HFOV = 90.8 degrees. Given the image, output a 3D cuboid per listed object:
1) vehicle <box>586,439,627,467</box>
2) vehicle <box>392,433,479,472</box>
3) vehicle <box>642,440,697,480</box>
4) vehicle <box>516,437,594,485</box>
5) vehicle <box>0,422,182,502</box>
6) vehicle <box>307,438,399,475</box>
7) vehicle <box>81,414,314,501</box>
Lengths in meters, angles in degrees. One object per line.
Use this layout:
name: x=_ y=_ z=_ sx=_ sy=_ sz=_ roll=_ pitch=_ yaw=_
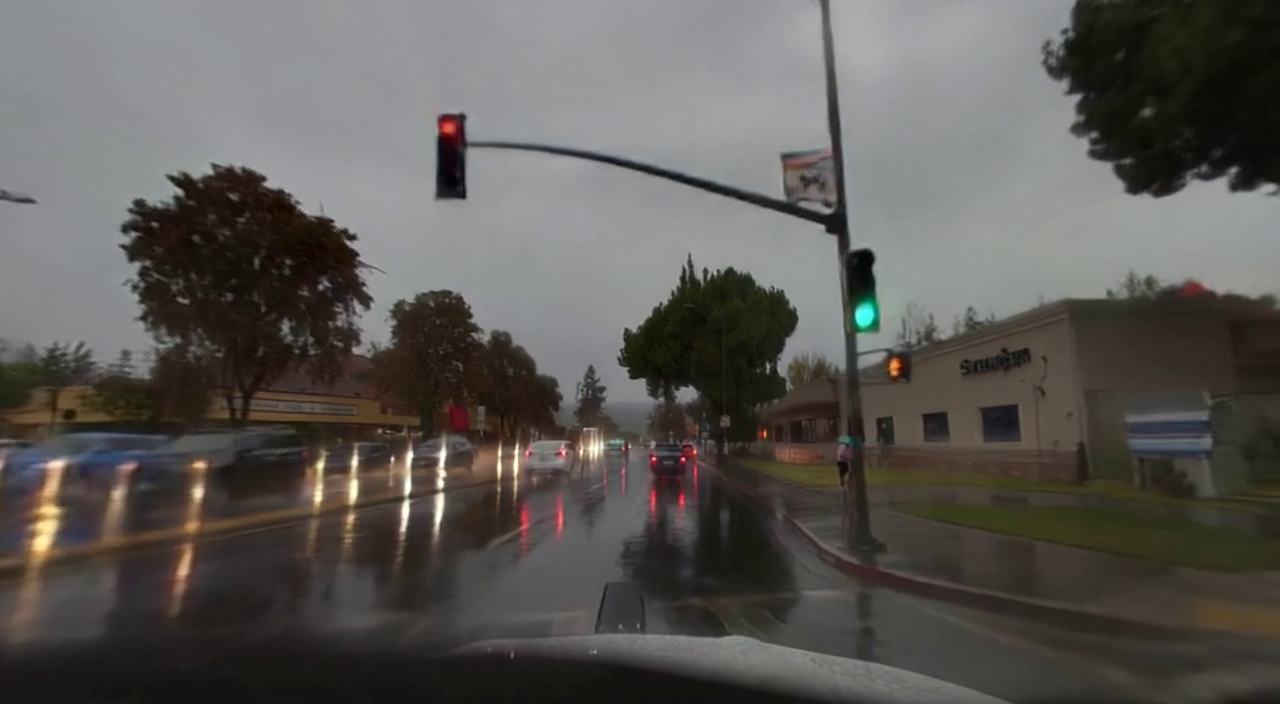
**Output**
vehicle: x=-1.884 y=5.889 z=36.911 sx=1.887 sy=1.517 sz=4.254 roll=0 pitch=-9 yaw=4
vehicle: x=-9.487 y=4.710 z=29.781 sx=2.175 sy=1.684 sz=4.475 roll=-1 pitch=-9 yaw=6
vehicle: x=1.184 y=4.420 z=26.082 sx=2.085 sy=1.475 sz=3.976 roll=0 pitch=-9 yaw=1
vehicle: x=-2.814 y=3.721 z=21.932 sx=1.921 sy=1.477 sz=4.083 roll=0 pitch=-9 yaw=3
vehicle: x=-14.581 y=2.767 z=16.268 sx=1.961 sy=1.731 sz=4.450 roll=0 pitch=-9 yaw=4
vehicle: x=-13.017 y=4.751 z=28.981 sx=1.864 sy=1.560 sz=4.317 roll=0 pitch=-9 yaw=5
vehicle: x=-10.950 y=2.658 z=16.261 sx=2.221 sy=1.856 sz=4.847 roll=0 pitch=-9 yaw=4
